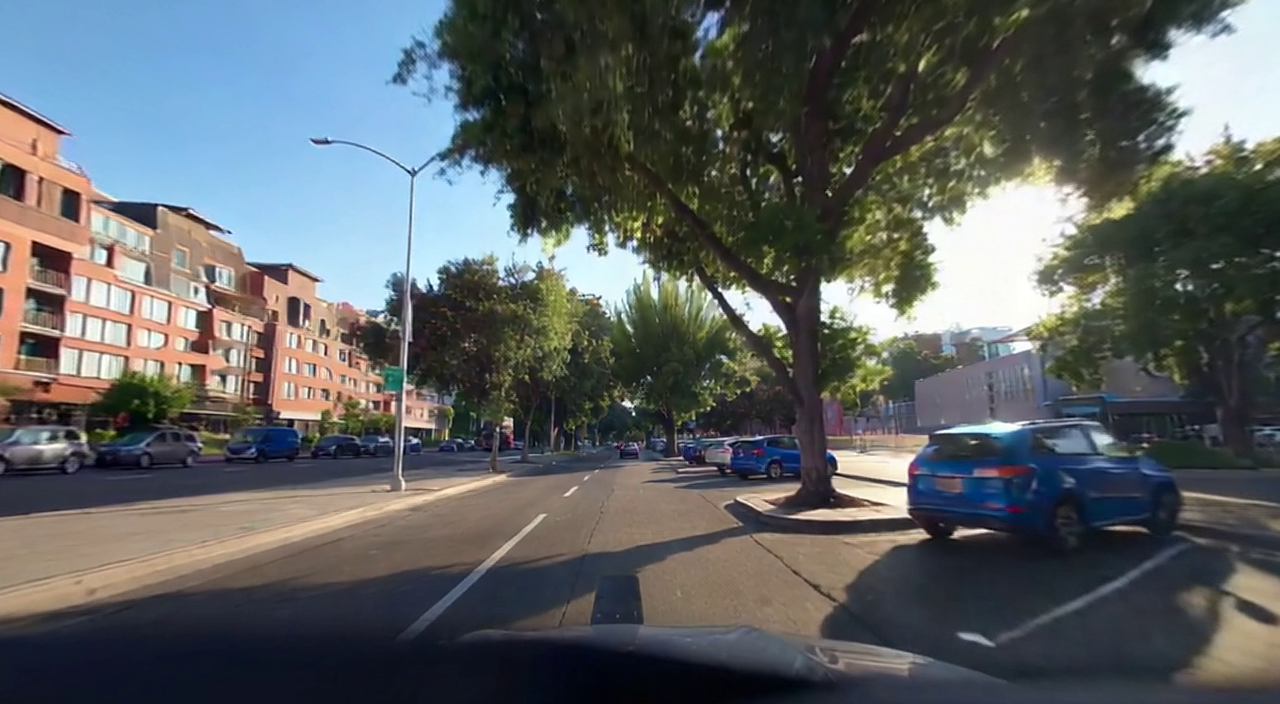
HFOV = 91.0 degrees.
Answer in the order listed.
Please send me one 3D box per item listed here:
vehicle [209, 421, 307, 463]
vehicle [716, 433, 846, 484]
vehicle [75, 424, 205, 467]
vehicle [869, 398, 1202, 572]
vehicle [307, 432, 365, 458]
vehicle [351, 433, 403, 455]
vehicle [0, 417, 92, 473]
[{"bbox_3d":[-19.055,4.517,31.682,1.972,1.839,4.553,3,-8,1],"label":"vehicle"},{"bbox_3d":[4.683,3.435,20.686,4.047,1.497,1.898,5,-10,-35],"label":"vehicle"},{"bbox_3d":[-19.057,3.591,24.243,1.822,1.506,3.809,-1,-8,1],"label":"vehicle"},{"bbox_3d":[5.000,1.507,7.859,3.995,1.604,1.973,5,-10,-34],"label":"vehicle"},{"bbox_3d":[-19.097,5.855,39.703,1.807,1.501,4.134,0,-8,-3],"label":"vehicle"},{"bbox_3d":[-19.059,6.722,45.816,1.811,1.502,4.639,0,-8,-1],"label":"vehicle"},{"bbox_3d":[-19.023,2.810,19.003,1.729,1.566,3.462,-1,-8,1],"label":"vehicle"}]
